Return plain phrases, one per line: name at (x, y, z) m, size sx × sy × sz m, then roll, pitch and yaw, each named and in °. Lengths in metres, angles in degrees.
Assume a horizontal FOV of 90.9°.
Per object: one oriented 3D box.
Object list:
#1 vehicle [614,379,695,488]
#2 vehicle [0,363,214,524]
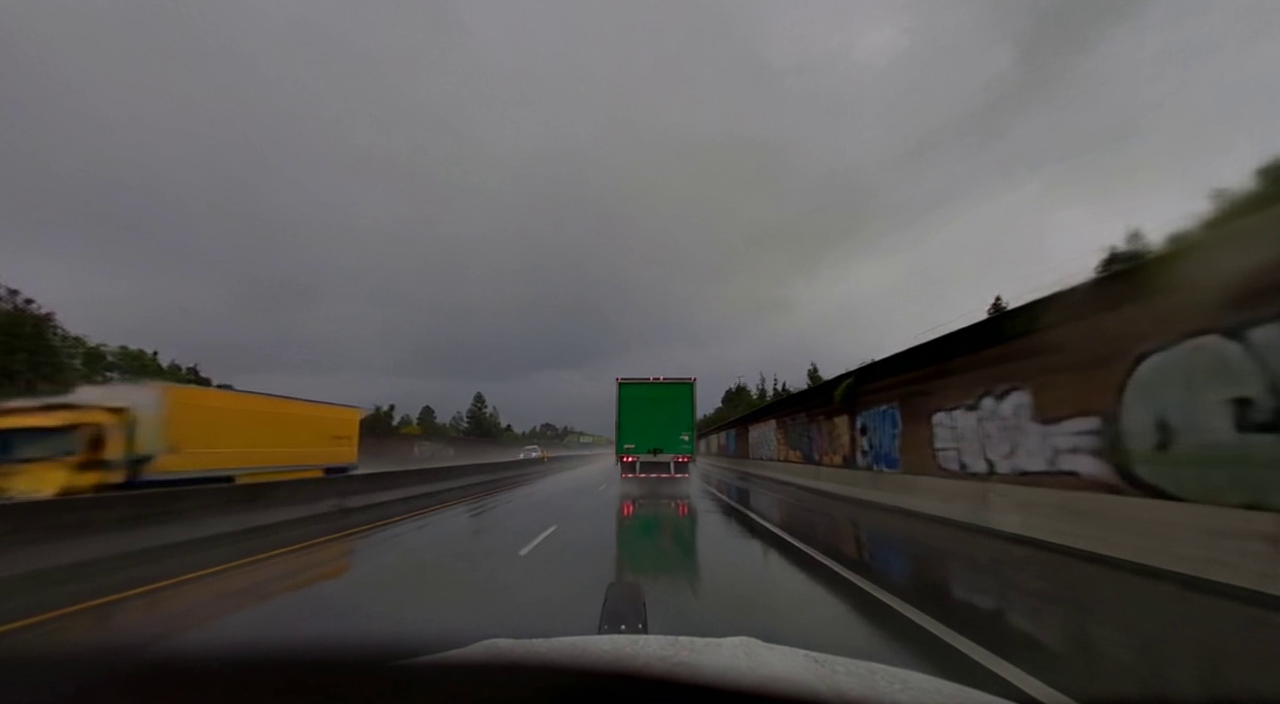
vehicle at (0.432, 3.753, 28.125) m, size 2.900 × 3.955 × 10.151 m, roll 0°, pitch -9°, yaw -1°
vehicle at (-16.285, 2.718, 18.653) m, size 3.009 × 3.980 × 5.790 m, roll 0°, pitch -9°, yaw 1°
